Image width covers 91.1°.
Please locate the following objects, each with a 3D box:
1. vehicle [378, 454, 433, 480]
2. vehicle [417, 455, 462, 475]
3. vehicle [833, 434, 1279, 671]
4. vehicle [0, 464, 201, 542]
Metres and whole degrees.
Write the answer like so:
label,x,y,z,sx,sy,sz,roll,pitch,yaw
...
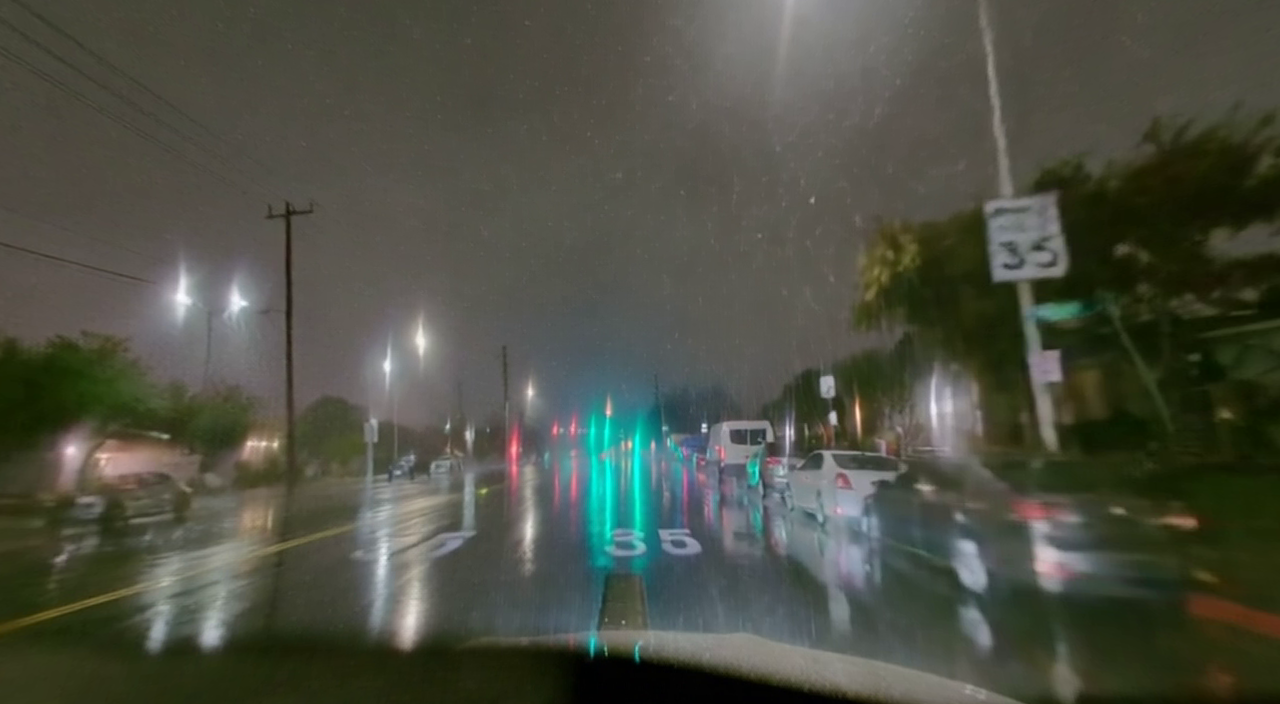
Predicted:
label,x,y,z,sx,sy,sz,roll,pitch,yaw
vehicle,-15.363,7.550,41.391,1.992,1.517,4.426,0,-9,-2
vehicle,-15.471,8.737,48.711,1.944,1.454,4.581,0,-9,1
vehicle,3.488,1.549,6.051,1.827,1.422,4.340,0,-9,0
vehicle,-13.162,3.520,15.253,1.821,1.468,4.408,0,-9,-1
